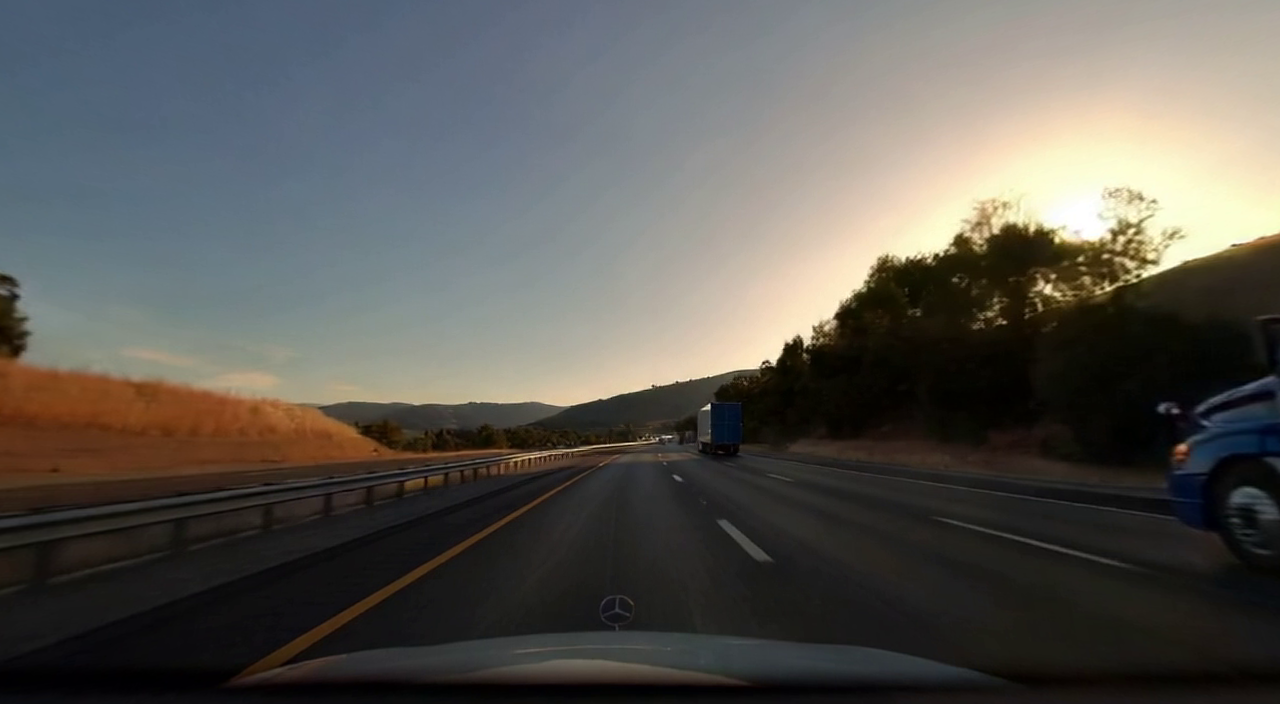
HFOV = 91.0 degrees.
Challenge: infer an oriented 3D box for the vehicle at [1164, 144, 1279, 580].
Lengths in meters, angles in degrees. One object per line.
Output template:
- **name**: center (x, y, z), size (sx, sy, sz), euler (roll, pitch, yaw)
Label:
- **vehicle**: center (7.430, -0.187, 3.946), size (2.917, 4.022, 5.895), euler (0, -8, 0)
